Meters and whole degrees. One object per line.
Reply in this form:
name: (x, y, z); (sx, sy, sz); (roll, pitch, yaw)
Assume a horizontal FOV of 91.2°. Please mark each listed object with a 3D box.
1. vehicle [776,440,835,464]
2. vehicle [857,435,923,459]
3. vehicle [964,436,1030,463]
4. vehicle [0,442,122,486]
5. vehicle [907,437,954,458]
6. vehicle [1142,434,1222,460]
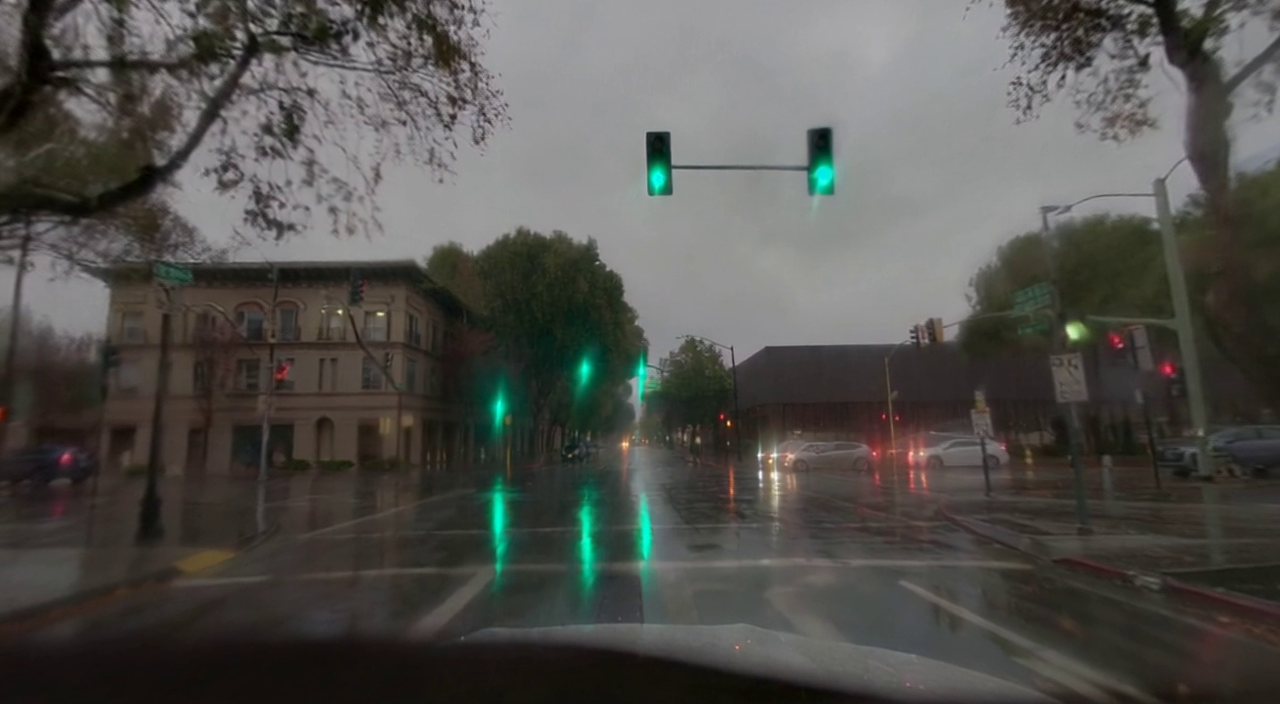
vehicle: (11.107, 6.700, 41.932); (1.955, 1.508, 4.295); (-8, -12, 42)
vehicle: (16.924, 6.435, 42.357); (4.522, 1.546, 1.941); (6, -11, -35)
vehicle: (20.944, 5.702, 36.883); (1.851, 1.388, 3.475); (0, -6, 0)
vehicle: (-22.833, 4.256, 23.911); (4.362, 1.593, 1.936); (-1, -9, 2)
vehicle: (21.822, 7.201, 47.225); (1.923, 1.463, 3.758); (-1, -9, 3)
vehicle: (31.456, 5.528, 36.476); (1.612, 1.402, 3.320); (-1, -8, 0)
